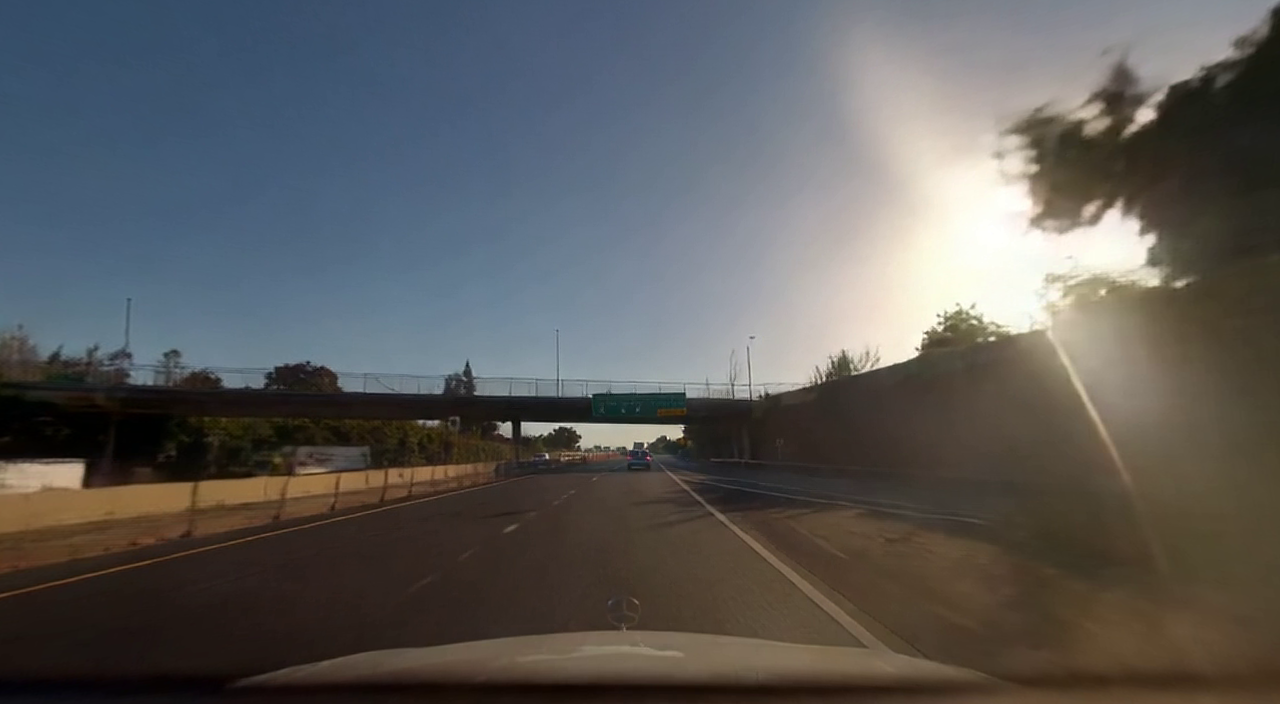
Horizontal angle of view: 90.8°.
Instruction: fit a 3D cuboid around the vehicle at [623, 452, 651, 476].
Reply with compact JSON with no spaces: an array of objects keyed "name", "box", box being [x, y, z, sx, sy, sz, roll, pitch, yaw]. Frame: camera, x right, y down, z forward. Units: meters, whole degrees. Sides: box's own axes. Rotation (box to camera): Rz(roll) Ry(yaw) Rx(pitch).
[{"name":"vehicle","box":[-0.146,6.948,39.356,1.695,1.437,3.506,0,-9,1]}]
